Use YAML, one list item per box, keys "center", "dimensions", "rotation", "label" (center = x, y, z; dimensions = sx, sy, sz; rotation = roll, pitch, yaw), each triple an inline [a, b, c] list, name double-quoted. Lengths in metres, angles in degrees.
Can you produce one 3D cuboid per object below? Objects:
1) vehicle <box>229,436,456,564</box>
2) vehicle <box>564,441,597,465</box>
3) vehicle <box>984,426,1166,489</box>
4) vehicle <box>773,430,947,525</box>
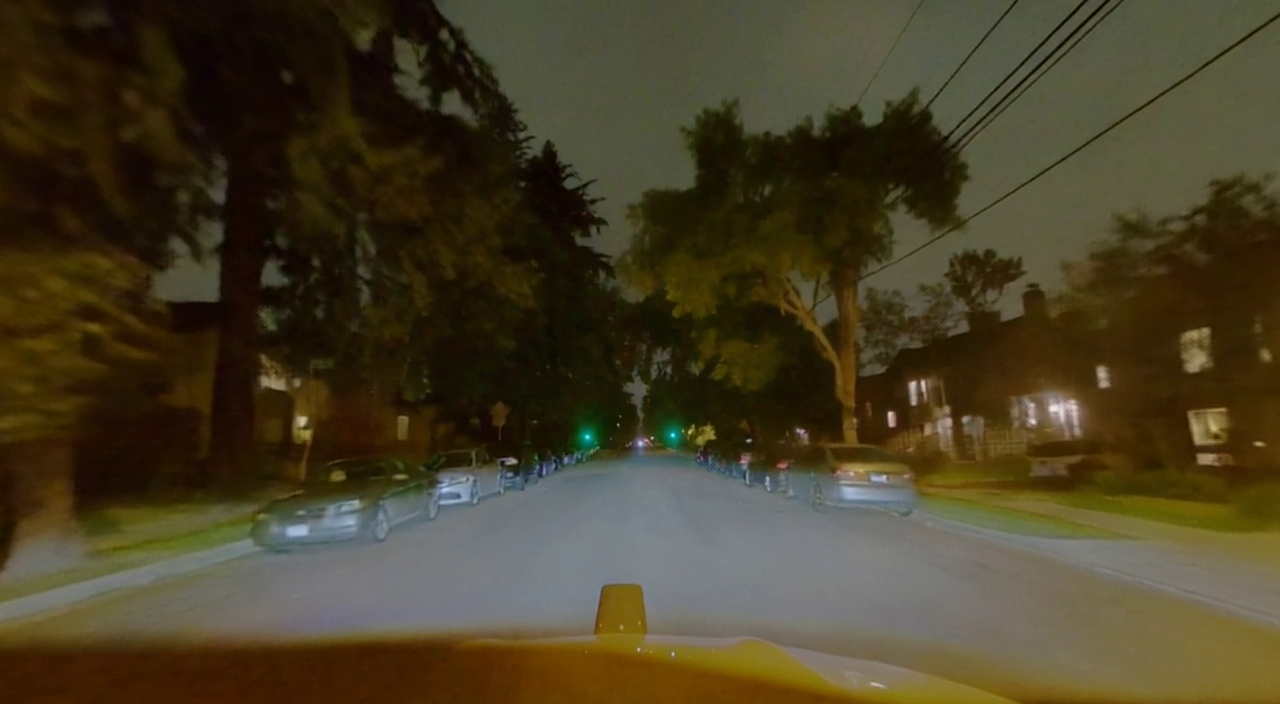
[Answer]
- center: [-4.547, 2.242, 10.423]
  dimensions: [1.870, 1.562, 4.212]
  rotation: [-3, -8, -2]
  label: "vehicle"
- center: [-4.341, 7.414, 46.369]
  dimensions: [2.013, 1.645, 4.318]
  rotation: [0, -8, 0]
  label: "vehicle"
- center: [11.185, 2.747, 16.575]
  dimensions: [1.968, 1.446, 3.961]
  rotation: [0, -8, 0]
  label: "vehicle"
- center: [4.074, 2.380, 12.531]
  dimensions: [1.862, 1.525, 4.421]
  rotation: [0, -8, 0]
  label: "vehicle"
